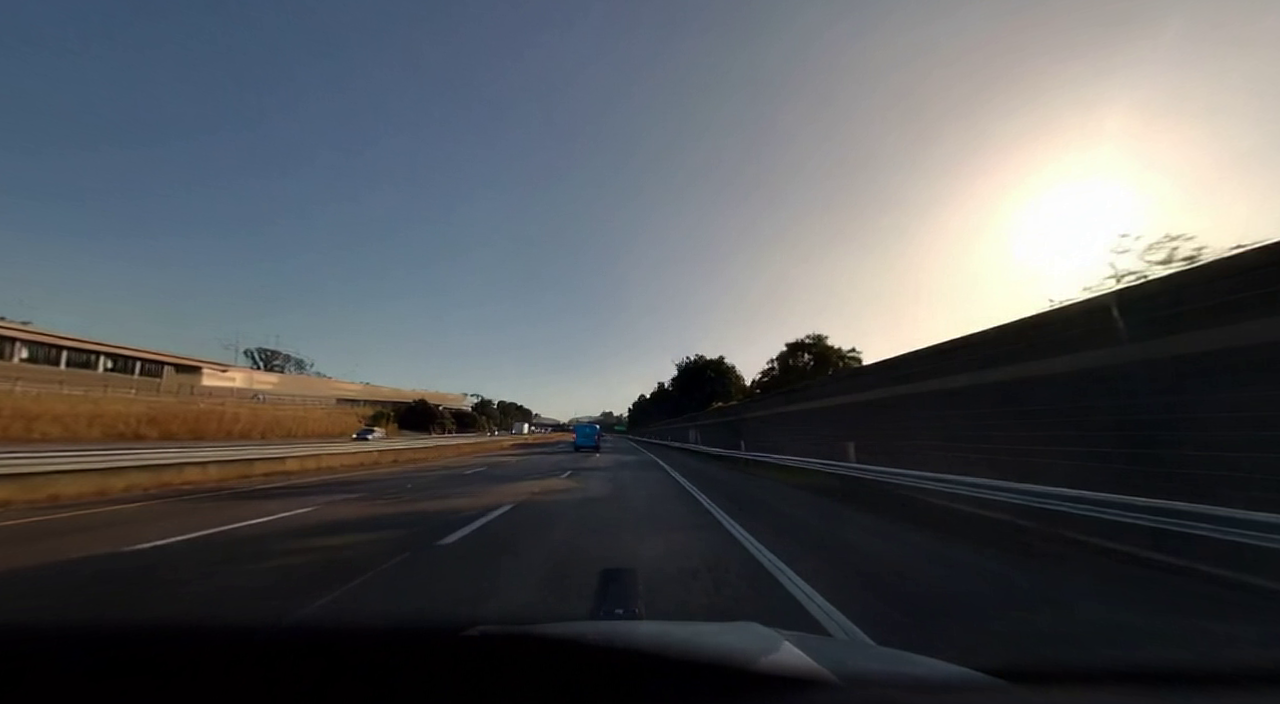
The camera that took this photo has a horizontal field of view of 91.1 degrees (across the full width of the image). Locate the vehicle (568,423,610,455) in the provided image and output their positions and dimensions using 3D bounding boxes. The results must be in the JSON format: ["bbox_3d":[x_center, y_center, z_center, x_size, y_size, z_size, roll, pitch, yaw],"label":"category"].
[{"bbox_3d":[-3.413,5.945,43.187,2.309,2.053,4.884,0,-8,2],"label":"vehicle"}]
